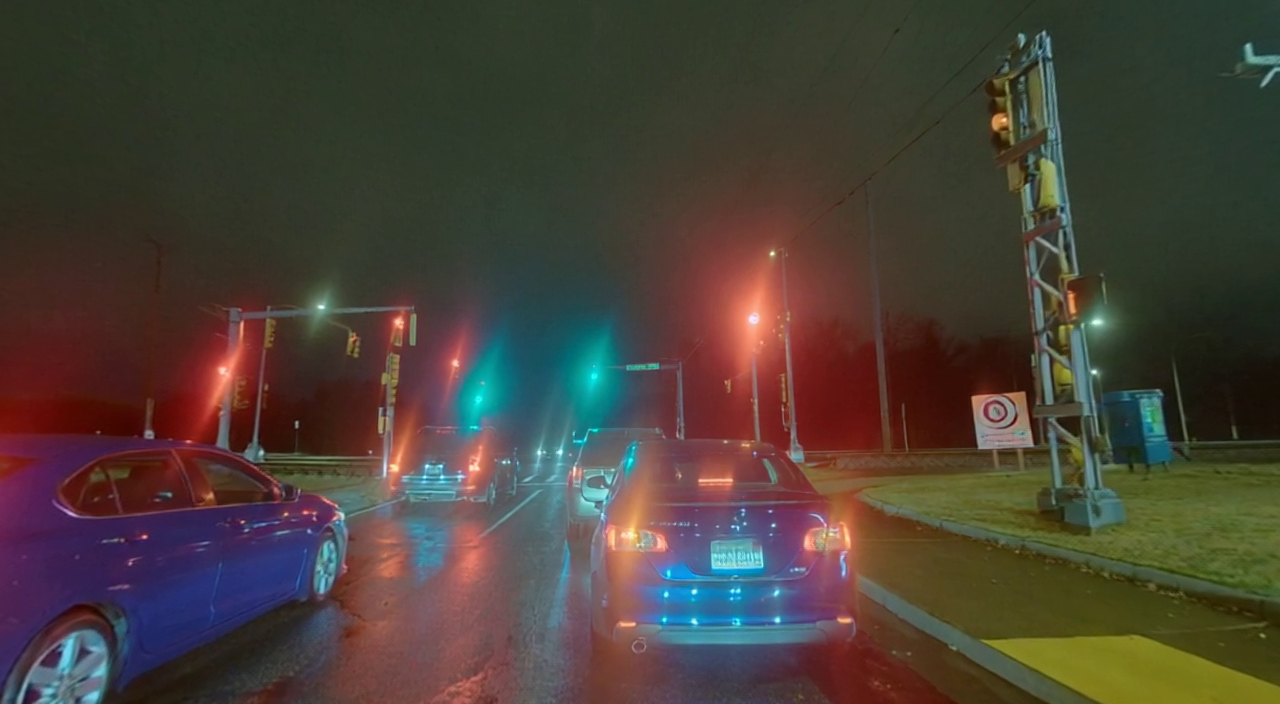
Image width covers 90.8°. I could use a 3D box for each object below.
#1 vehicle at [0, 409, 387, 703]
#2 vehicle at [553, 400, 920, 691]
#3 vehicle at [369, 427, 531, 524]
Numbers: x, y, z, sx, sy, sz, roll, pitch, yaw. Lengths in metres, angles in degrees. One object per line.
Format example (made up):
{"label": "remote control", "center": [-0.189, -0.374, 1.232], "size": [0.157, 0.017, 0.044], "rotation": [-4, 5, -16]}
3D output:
{"label": "vehicle", "center": [-3.709, 1.249, 4.450], "size": [1.956, 1.468, 4.585], "rotation": [0, -9, 0]}
{"label": "vehicle", "center": [0.408, 1.332, 5.460], "size": [1.998, 1.529, 3.960], "rotation": [1, -9, -4]}
{"label": "vehicle", "center": [-3.362, 2.263, 12.080], "size": [1.984, 1.505, 3.982], "rotation": [0, -9, -2]}
